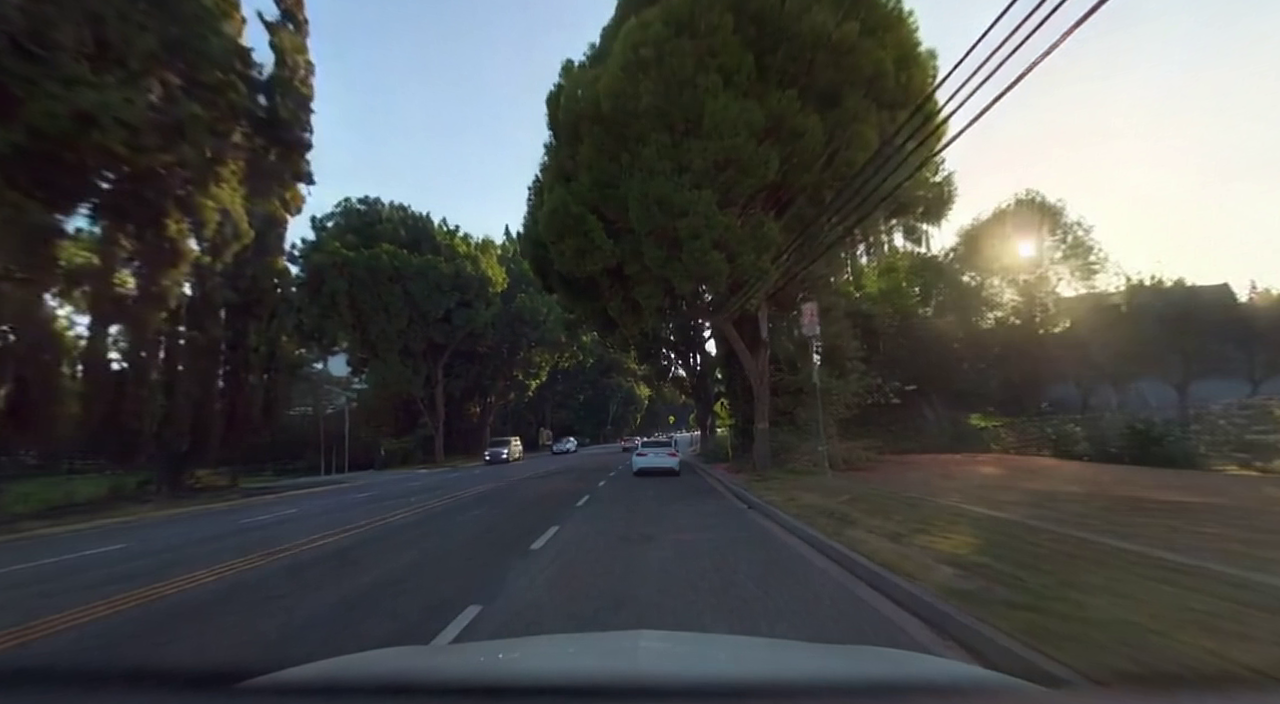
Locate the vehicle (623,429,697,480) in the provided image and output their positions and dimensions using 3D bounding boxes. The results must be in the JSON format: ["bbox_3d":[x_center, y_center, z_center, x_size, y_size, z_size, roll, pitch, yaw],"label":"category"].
[{"bbox_3d":[0.589,3.348,20.782,2.153,1.461,4.374,0,-8,0],"label":"vehicle"}]

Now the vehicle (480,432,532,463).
[{"bbox_3d":[-8.985,6.449,42.748,2.287,1.964,5.437,0,-8,0],"label":"vehicle"}]
